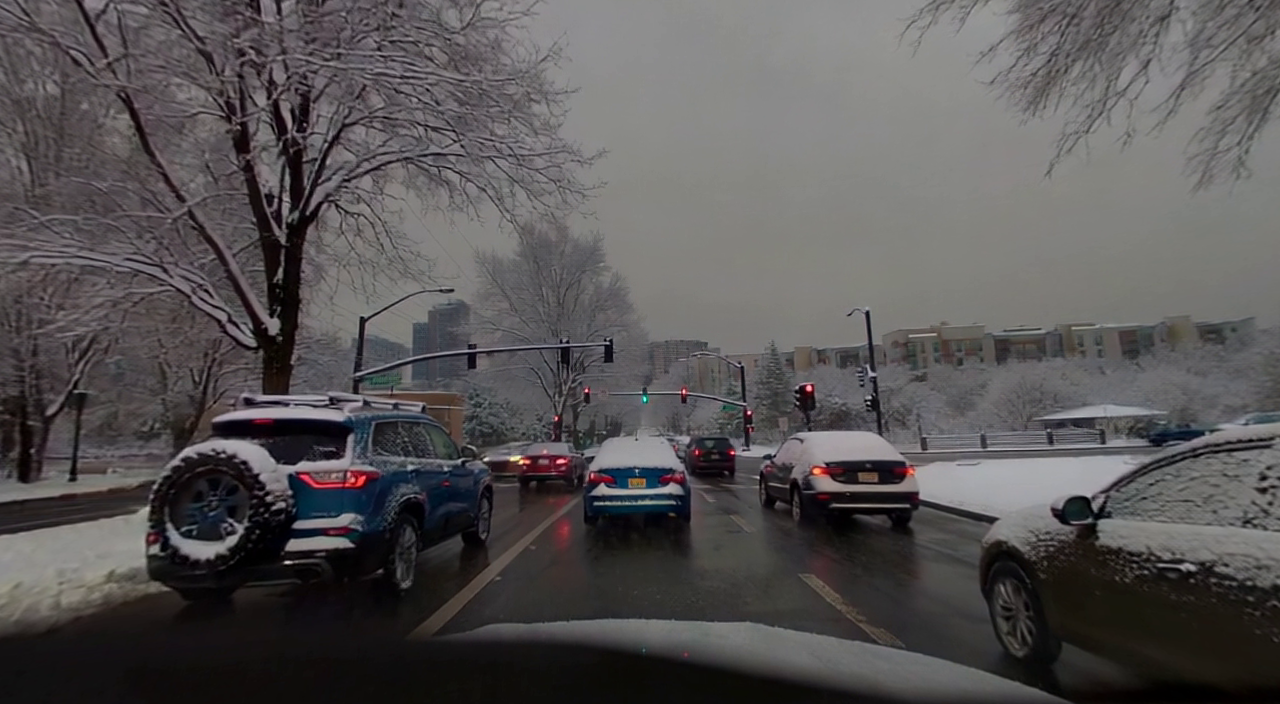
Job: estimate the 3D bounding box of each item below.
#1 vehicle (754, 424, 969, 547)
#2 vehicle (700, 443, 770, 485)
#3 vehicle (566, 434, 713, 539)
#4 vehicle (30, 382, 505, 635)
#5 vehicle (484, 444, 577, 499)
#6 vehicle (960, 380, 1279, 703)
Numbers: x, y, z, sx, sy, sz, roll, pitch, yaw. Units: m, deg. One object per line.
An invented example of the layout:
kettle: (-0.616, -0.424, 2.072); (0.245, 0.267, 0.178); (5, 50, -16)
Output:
vehicle: (3.426, 2.156, 10.847); (2.040, 1.647, 4.379); (0, -8, -1)
vehicle: (3.715, 4.452, 25.298); (2.137, 1.515, 3.841); (0, -8, -1)
vehicle: (-0.008, 2.272, 11.265); (2.147, 1.507, 3.953); (0, -8, 0)
vehicle: (-3.107, 1.435, 6.779); (2.168, 1.750, 4.625); (-1, -8, 2)
vehicle: (-3.097, 3.459, 18.729); (1.975, 1.420, 4.196); (0, -8, 1)
vehicle: (3.302, 0.941, 2.597); (1.899, 1.588, 3.888); (0, -9, 0)
